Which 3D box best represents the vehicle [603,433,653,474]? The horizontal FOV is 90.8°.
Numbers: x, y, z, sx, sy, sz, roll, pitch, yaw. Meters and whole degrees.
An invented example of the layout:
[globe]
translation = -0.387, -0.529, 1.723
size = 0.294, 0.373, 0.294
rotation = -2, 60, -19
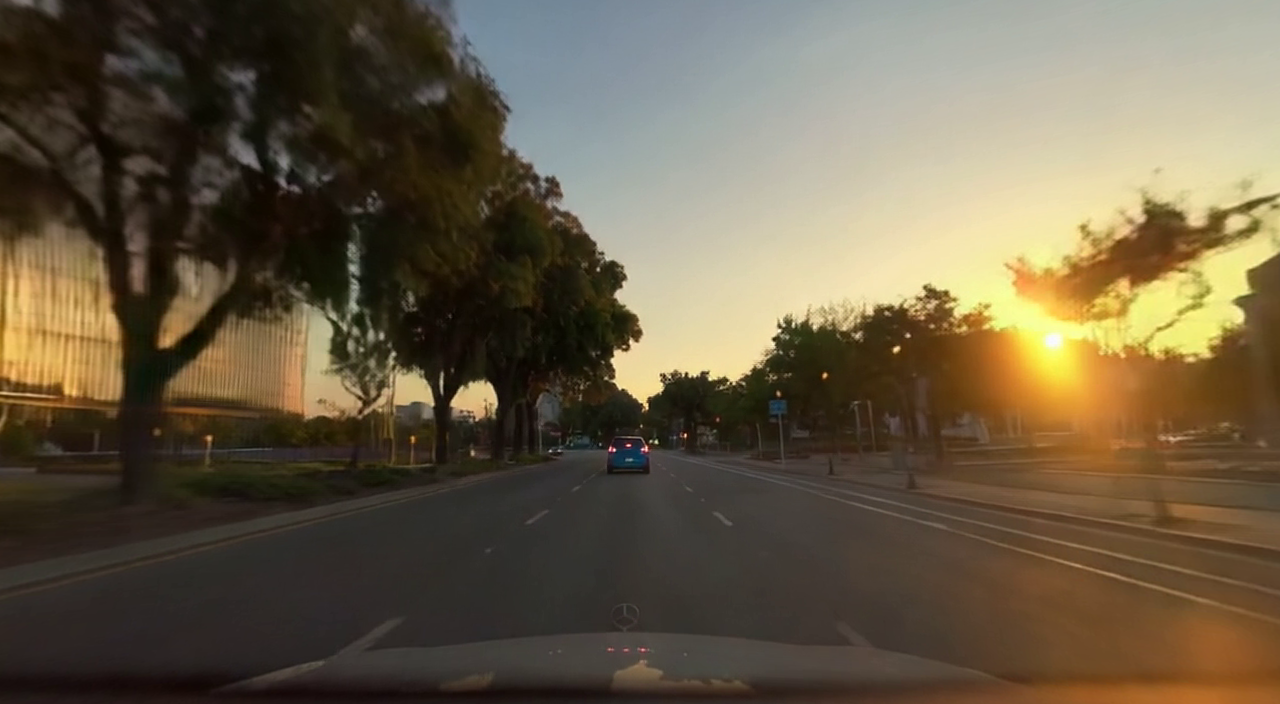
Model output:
[vehicle]
translation = -0.557, 4.970, 31.215
size = 2.313, 1.860, 4.319
rotation = 0, -8, 0
